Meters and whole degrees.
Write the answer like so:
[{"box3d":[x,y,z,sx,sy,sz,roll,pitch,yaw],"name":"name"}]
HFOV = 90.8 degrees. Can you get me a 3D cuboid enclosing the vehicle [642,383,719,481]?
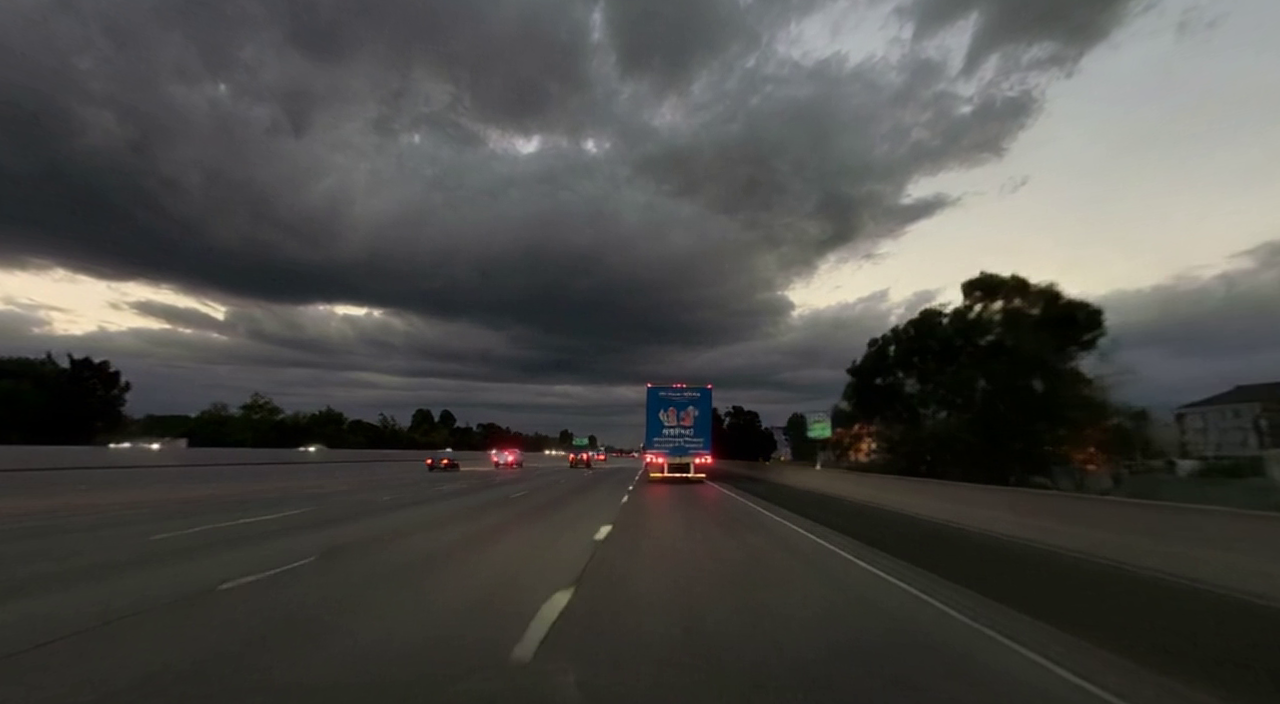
[{"box3d":[1.749,4.572,34.430,3.140,4.100,15.551,0,-9,0],"name":"vehicle"}]
